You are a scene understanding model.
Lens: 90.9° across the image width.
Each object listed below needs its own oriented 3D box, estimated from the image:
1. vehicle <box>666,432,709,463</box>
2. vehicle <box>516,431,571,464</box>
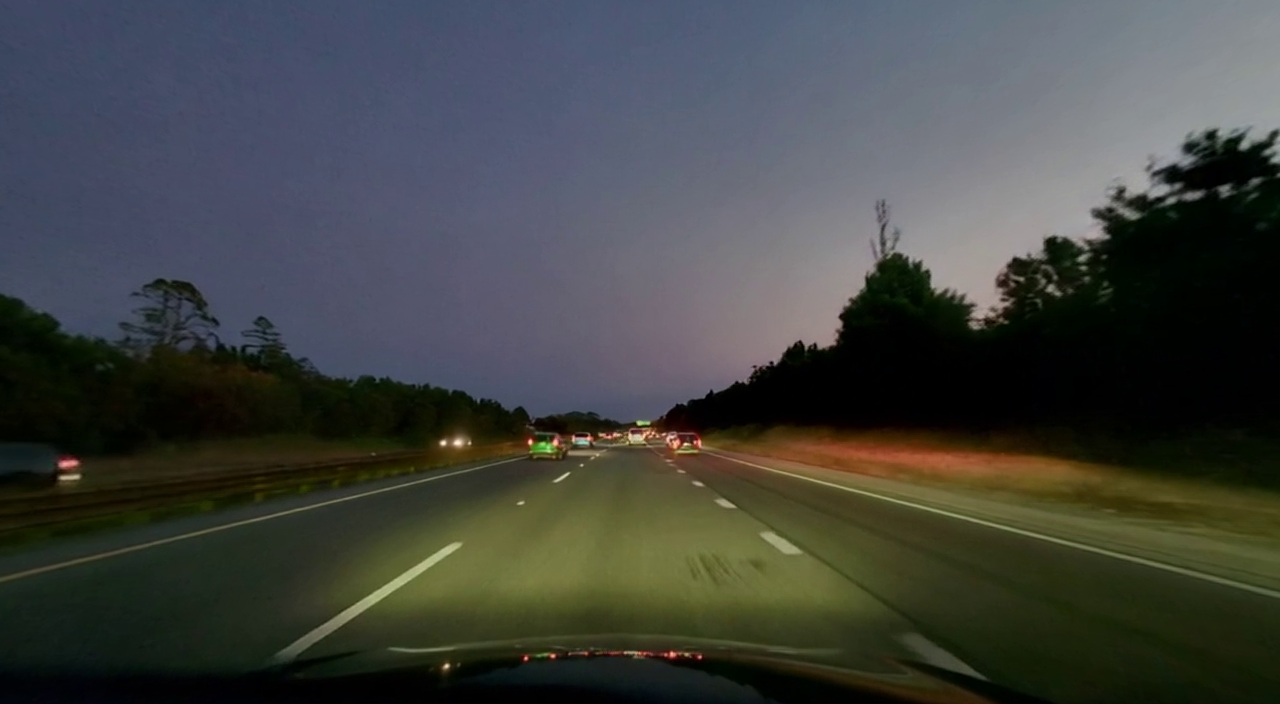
[{"bbox_3d":[2.361,4.771,31.845,1.869,1.466,3.356,0,-8,-1],"label":"vehicle"},{"bbox_3d":[-4.741,4.739,31.651,2.023,1.512,4.804,0,-8,0],"label":"vehicle"}]
